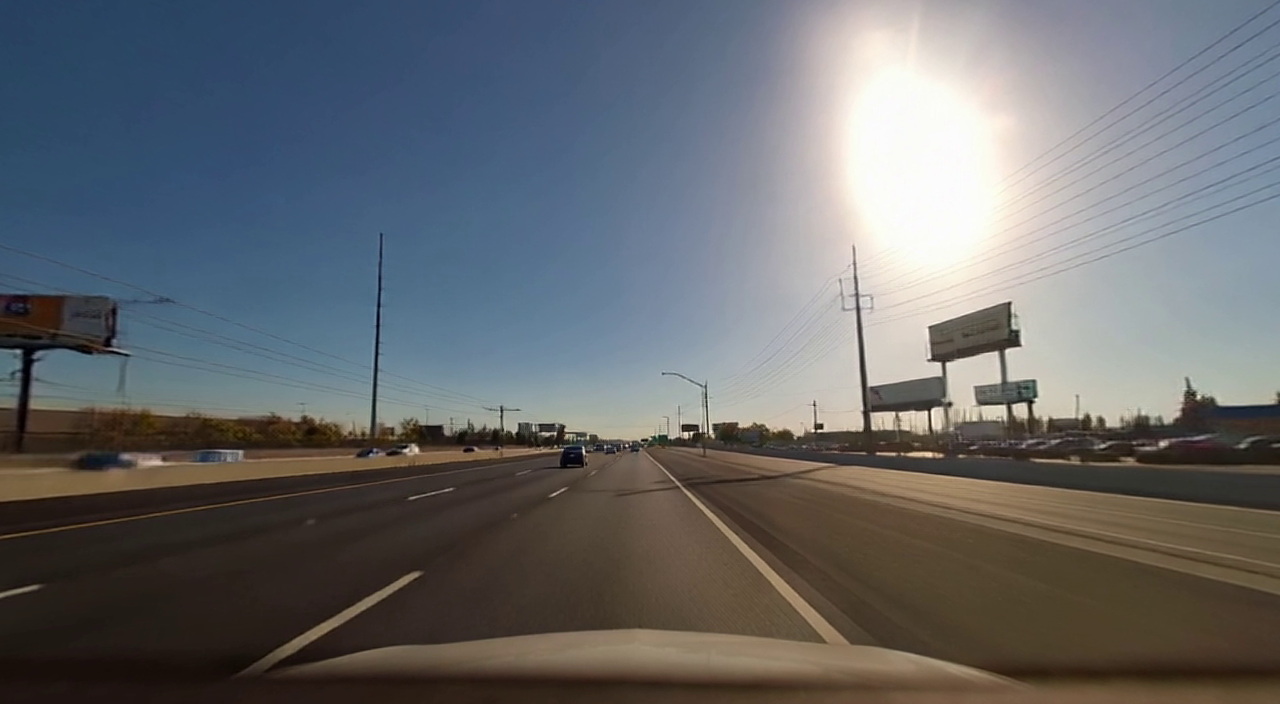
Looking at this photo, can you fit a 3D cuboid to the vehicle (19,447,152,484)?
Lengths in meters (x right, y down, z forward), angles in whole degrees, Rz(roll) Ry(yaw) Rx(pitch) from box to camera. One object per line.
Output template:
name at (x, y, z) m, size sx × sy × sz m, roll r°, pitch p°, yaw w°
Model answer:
vehicle at (-25.183, 5.129, 28.967) m, size 1.881 × 1.525 × 4.594 m, roll 0°, pitch -8°, yaw 0°

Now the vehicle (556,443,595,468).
vehicle at (-4.030, 6.555, 40.120) m, size 1.940 × 1.479 × 4.545 m, roll 0°, pitch -8°, yaw 1°
